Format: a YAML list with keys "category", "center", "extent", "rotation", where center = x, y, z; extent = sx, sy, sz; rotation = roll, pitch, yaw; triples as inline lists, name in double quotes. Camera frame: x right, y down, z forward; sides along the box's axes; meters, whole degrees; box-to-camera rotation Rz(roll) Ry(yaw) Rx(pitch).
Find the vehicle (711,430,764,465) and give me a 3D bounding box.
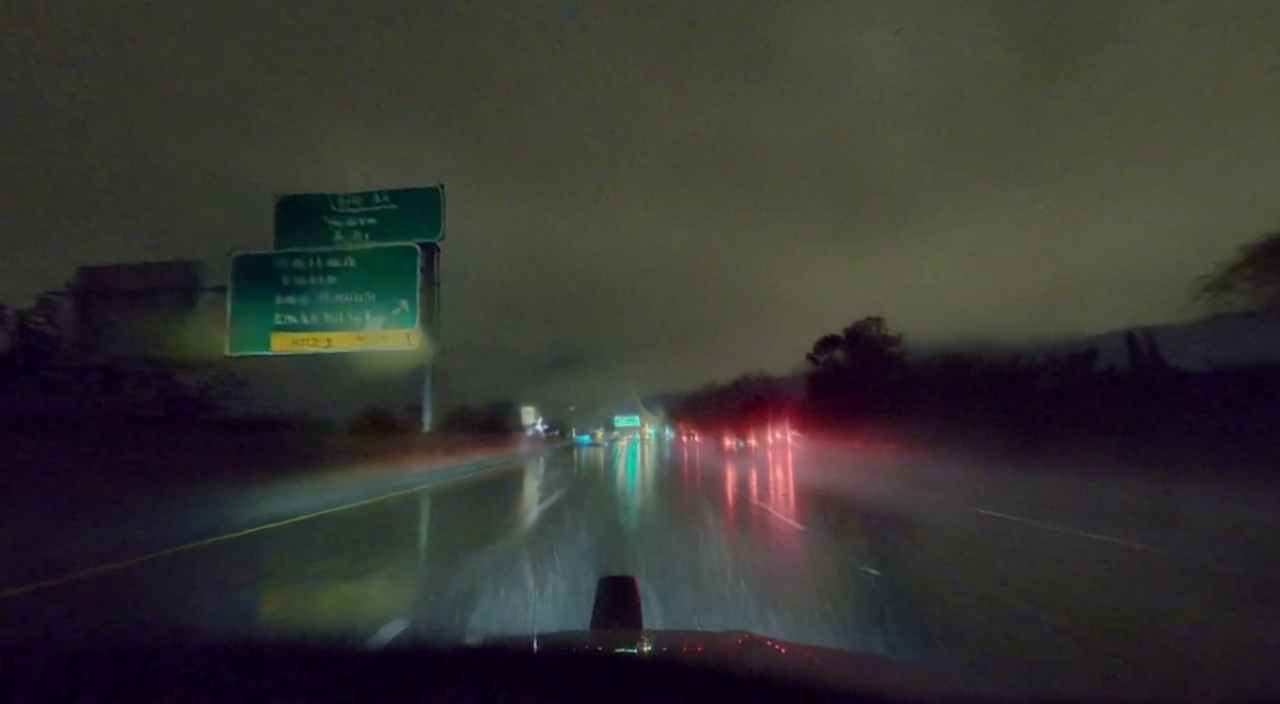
- category: "vehicle"
  center: [4.418, 4.364, 29.028]
  extent: [1.802, 1.492, 3.804]
  rotation: [0, -8, -1]
